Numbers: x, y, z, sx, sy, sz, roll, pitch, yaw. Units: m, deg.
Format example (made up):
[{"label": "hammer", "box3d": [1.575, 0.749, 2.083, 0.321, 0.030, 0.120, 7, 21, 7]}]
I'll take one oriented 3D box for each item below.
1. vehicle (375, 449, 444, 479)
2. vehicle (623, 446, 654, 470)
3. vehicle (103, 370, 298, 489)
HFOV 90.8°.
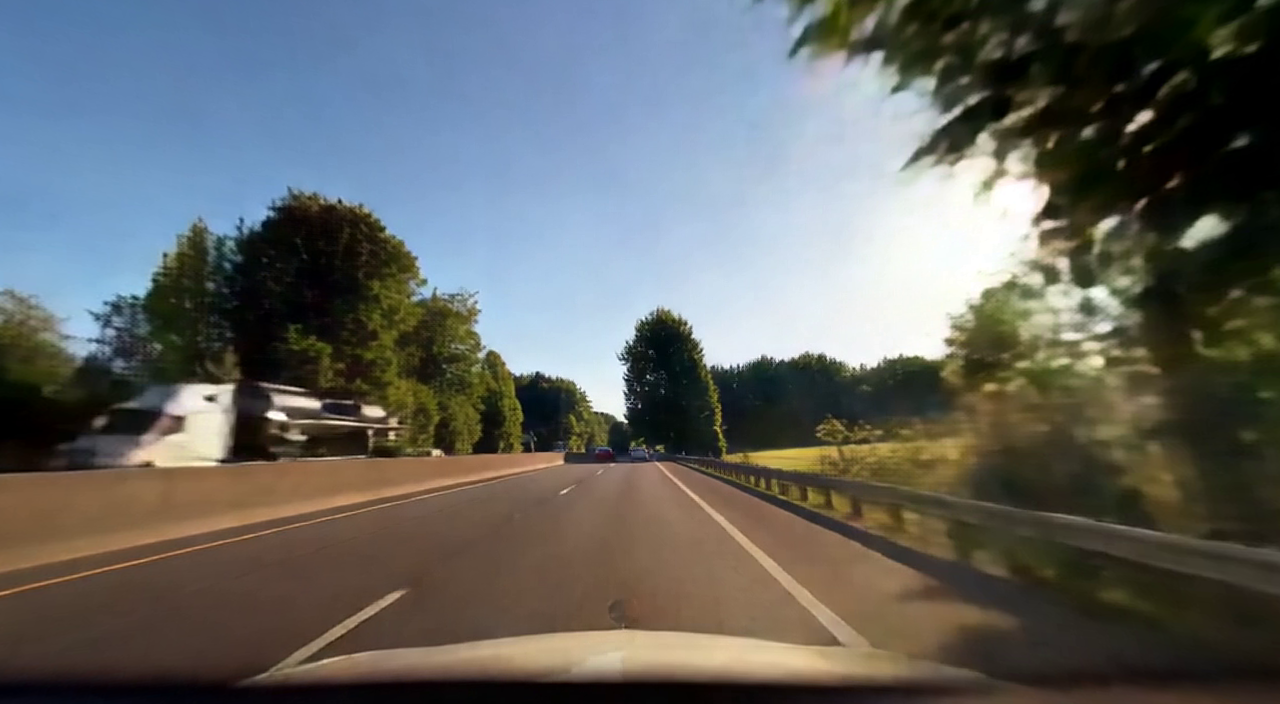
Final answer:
[{"label": "vehicle", "box3d": [-11.648, 5.675, 32.176, 1.932, 1.384, 4.216, 0, -9, 0]}, {"label": "vehicle", "box3d": [-0.099, 6.564, 39.226, 1.853, 1.436, 3.438, 0, -9, -1]}, {"label": "vehicle", "box3d": [-16.242, 3.018, 24.001, 2.910, 3.942, 5.877, 0, -9, 0]}]
